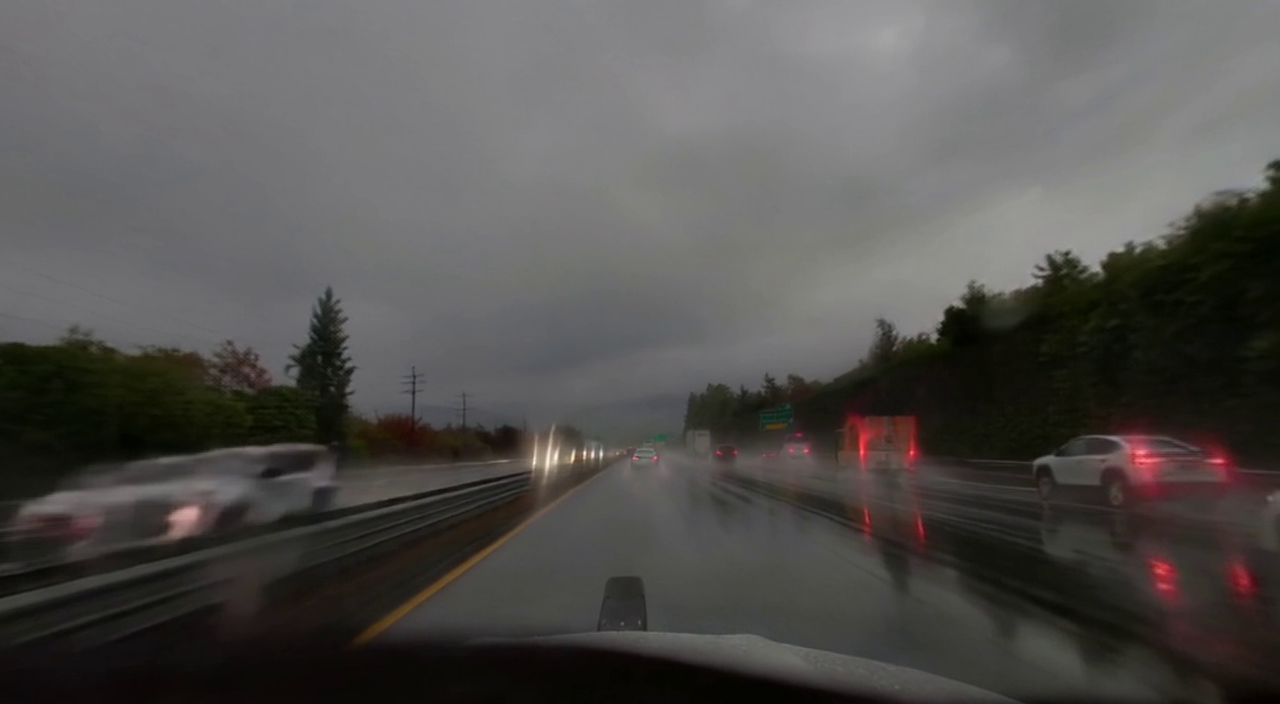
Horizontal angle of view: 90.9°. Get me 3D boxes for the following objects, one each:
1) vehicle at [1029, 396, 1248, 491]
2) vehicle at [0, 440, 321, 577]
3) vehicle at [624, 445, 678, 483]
[{"bbox_3d":[14.505,2.768,18.932,2.115,2.446,5.323,0,-9,0],"label":"vehicle"},{"bbox_3d":[-7.020,2.231,9.766,1.962,1.631,4.070,0,-9,0],"label":"vehicle"},{"bbox_3d":[0.457,4.920,27.957,2.177,1.520,4.278,0,-9,0],"label":"vehicle"}]
